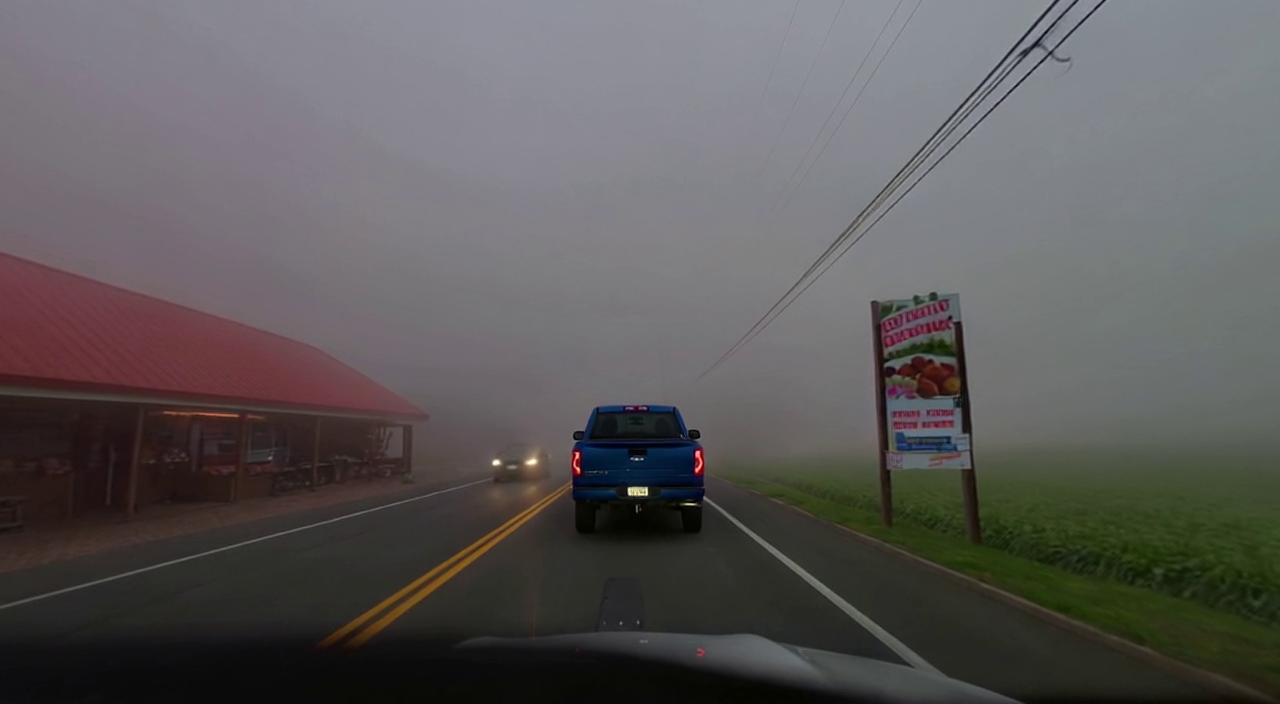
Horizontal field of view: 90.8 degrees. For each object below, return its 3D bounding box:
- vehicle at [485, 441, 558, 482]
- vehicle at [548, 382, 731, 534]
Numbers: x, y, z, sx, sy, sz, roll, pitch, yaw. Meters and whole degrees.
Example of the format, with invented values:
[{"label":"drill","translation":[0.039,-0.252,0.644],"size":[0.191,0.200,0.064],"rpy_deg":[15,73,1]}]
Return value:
[{"label":"vehicle","translation":[-4.619,4.348,25.303],"size":[2.121,1.473,4.390],"rpy_deg":[0,-8,-1]},{"label":"vehicle","translation":[-0.095,1.996,12.352],"size":[2.693,2.223,5.885],"rpy_deg":[0,-8,-2]}]
